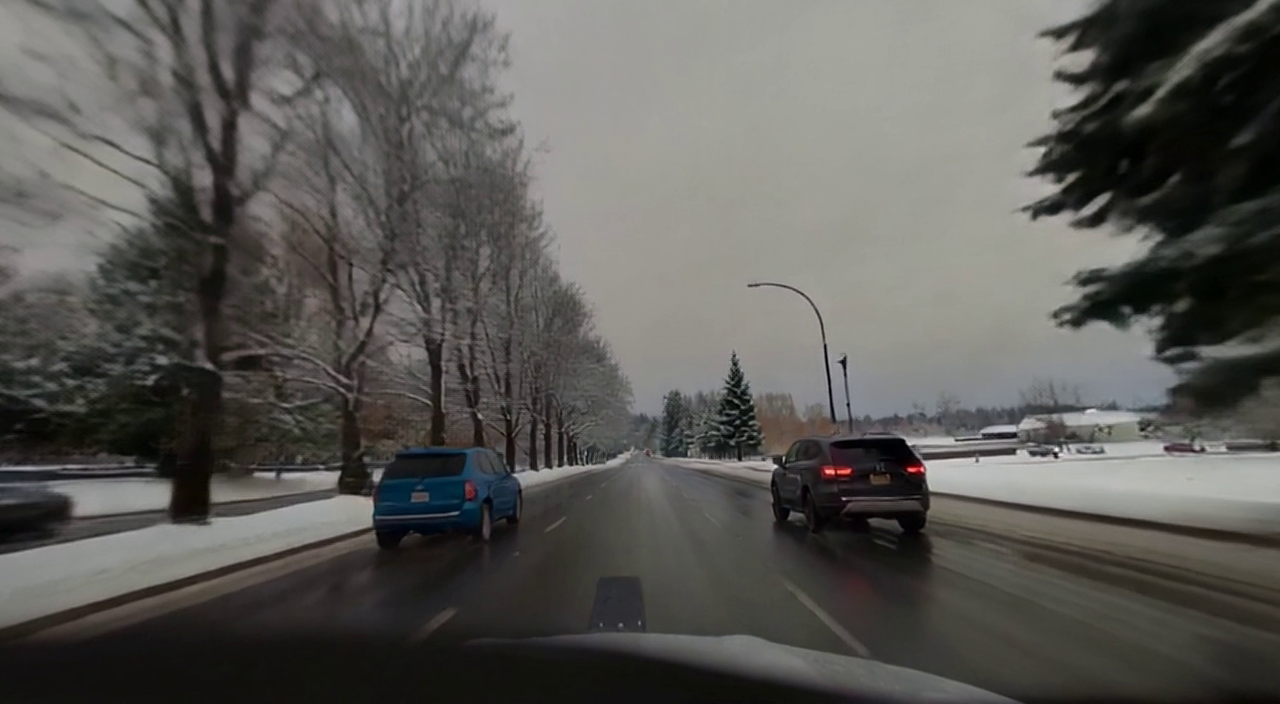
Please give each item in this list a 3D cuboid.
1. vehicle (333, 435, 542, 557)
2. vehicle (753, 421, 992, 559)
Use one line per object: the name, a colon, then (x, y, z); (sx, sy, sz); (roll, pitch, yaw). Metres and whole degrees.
vehicle: (-3.105, 2.307, 10.763); (2.025, 1.635, 4.293); (0, -9, 1)
vehicle: (3.468, 2.184, 10.696); (2.087, 1.759, 5.040); (0, -9, -1)
